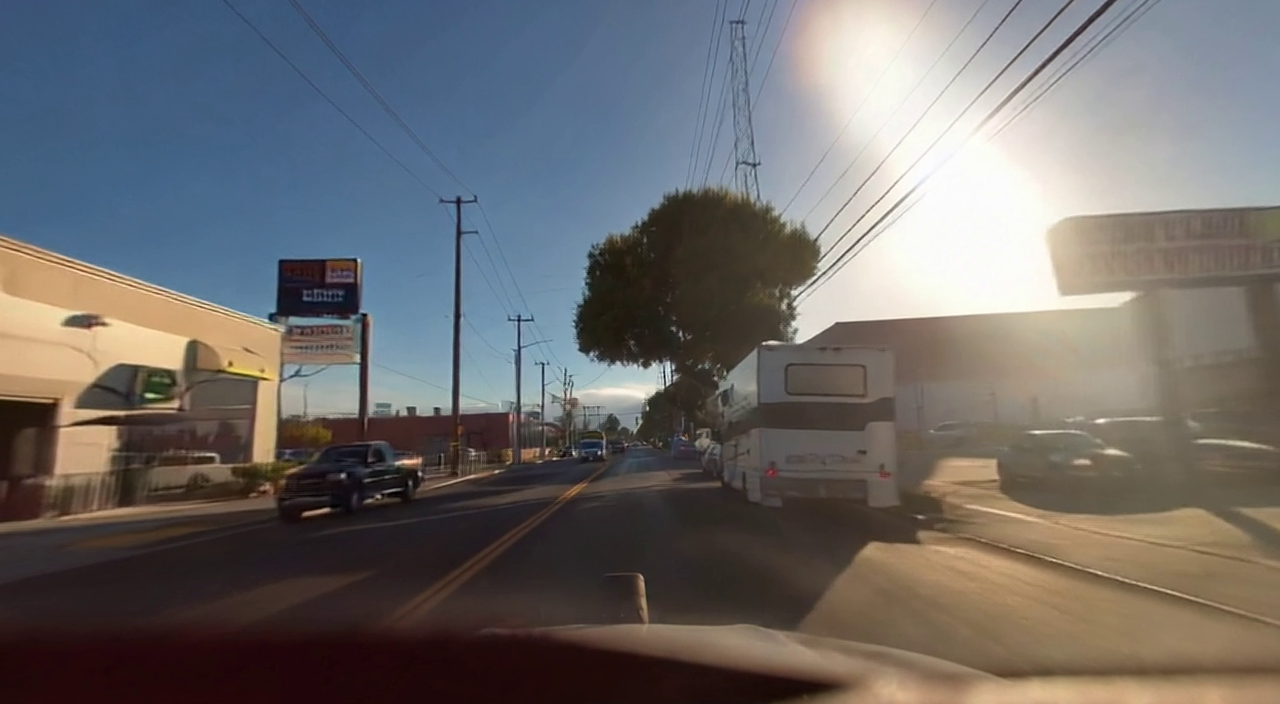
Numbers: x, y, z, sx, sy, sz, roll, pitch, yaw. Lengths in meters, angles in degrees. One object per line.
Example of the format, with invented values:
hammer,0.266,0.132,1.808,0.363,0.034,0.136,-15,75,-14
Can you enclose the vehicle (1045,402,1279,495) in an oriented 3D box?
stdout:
vehicle,12.277,2.284,15.084,2.022,1.849,4.509,0,-8,-2

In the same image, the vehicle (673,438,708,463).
vehicle,3.840,7.602,48.854,2.112,1.848,4.913,0,-8,-2

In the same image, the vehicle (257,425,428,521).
vehicle,-7.893,3.244,17.522,2.177,2.075,5.427,-4,-9,-1

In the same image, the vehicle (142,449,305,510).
vehicle,-12.306,3.740,19.067,1.763,1.497,4.275,-5,-9,6

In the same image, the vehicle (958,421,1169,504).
vehicle,9.674,2.556,14.993,2.039,1.662,4.304,-1,-8,1

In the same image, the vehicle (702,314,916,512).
vehicle,3.839,1.922,16.927,3.029,3.860,7.726,-5,-10,-2
